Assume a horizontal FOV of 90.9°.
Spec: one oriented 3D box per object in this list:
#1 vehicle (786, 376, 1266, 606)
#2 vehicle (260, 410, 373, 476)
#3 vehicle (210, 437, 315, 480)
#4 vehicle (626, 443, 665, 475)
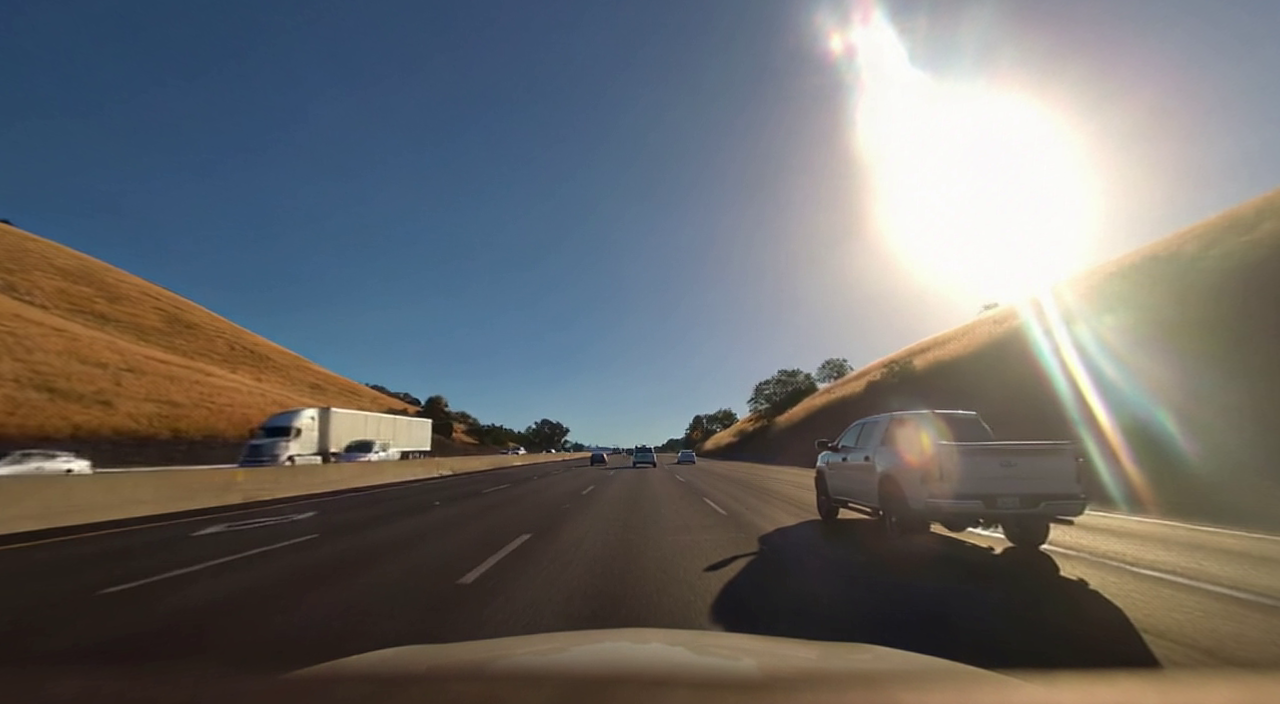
[{"bbox_3d":[4.027,1.630,8.466,2.700,1.980,5.866,0,-8,0],"label":"vehicle"},{"bbox_3d":[-20.113,5.748,39.925,3.064,3.722,7.499,0,-8,0],"label":"vehicle"},{"bbox_3d":[-16.056,4.540,27.118,1.855,1.664,4.257,0,-8,0],"label":"vehicle"},{"bbox_3d":[0.263,6.005,35.719,2.086,1.685,4.206,0,-8,0],"label":"vehicle"}]
